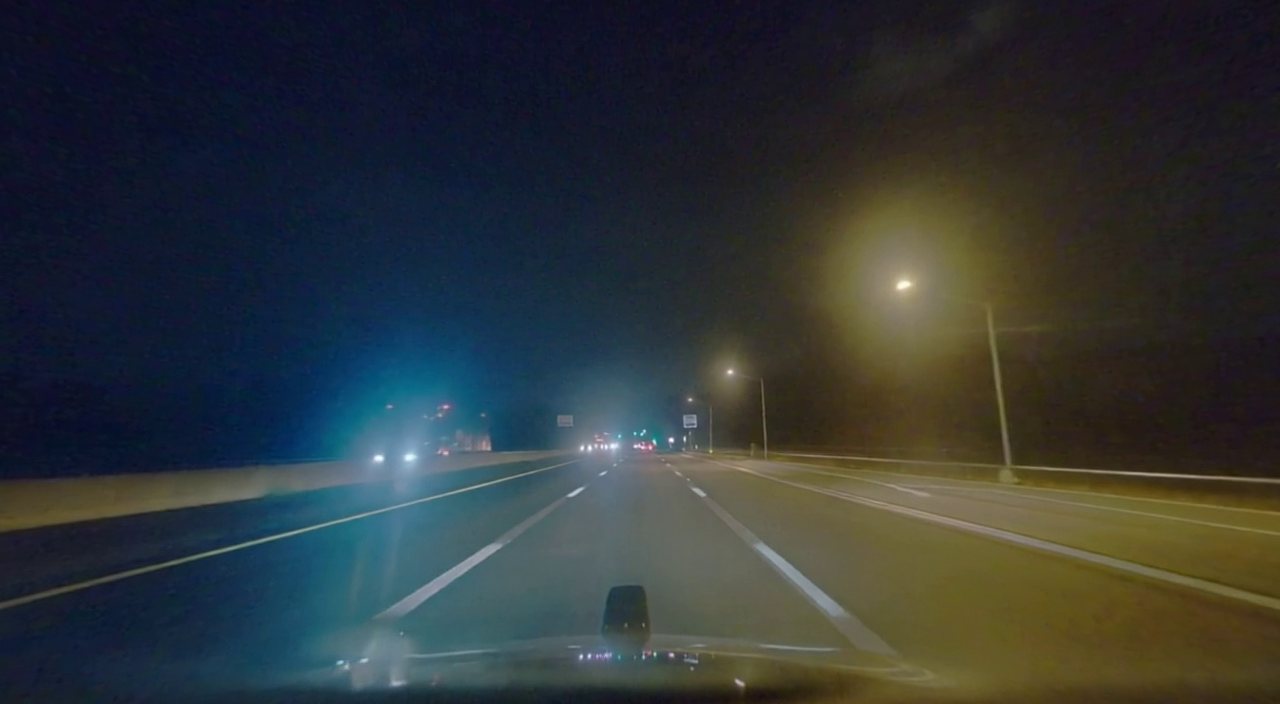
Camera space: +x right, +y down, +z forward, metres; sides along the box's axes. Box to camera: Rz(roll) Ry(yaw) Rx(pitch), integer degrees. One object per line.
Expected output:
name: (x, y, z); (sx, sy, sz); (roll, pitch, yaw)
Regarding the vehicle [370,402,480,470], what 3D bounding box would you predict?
vehicle: (-14.851, 6.122, 45.360); (2.953, 4.112, 14.059); (0, -8, 0)
